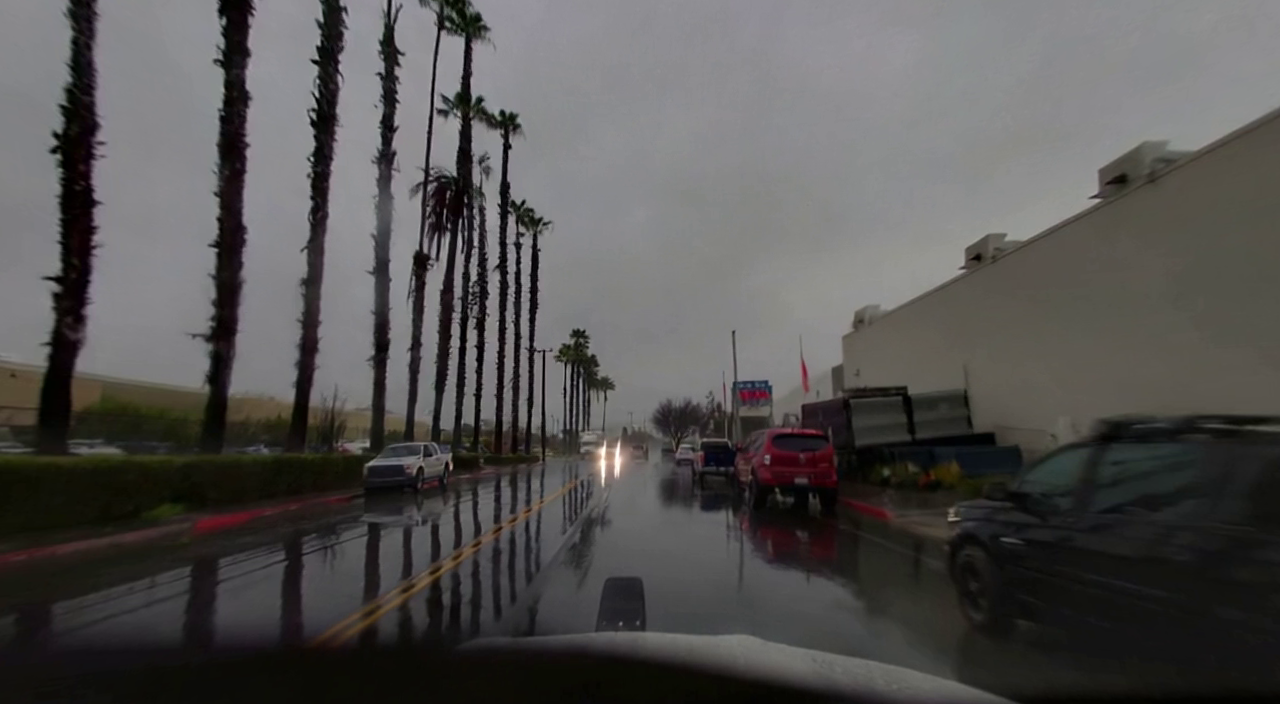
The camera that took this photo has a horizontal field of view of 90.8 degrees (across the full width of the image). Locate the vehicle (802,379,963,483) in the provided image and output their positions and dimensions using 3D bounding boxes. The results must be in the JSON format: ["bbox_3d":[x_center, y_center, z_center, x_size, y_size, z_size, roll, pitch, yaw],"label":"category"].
[{"bbox_3d":[7.988,2.827,21.987,2.993,3.033,6.781,0,-9,1],"label":"vehicle"}]

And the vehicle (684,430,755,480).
[{"bbox_3d":[3.403,4.603,28.459,2.345,1.969,6.070,0,-9,-1],"label":"vehicle"}]

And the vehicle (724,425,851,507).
[{"bbox_3d":[3.629,2.917,16.604,2.098,1.816,4.709,0,-9,-1],"label":"vehicle"}]

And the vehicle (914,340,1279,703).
[{"bbox_3d":[3.661,0.964,3.318,2.069,1.784,5.384,0,-9,1],"label":"vehicle"}]

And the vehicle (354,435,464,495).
[{"bbox_3d":[-8.187,4.056,23.074,2.105,1.836,5.338,-2,-9,-1],"label":"vehicle"}]
